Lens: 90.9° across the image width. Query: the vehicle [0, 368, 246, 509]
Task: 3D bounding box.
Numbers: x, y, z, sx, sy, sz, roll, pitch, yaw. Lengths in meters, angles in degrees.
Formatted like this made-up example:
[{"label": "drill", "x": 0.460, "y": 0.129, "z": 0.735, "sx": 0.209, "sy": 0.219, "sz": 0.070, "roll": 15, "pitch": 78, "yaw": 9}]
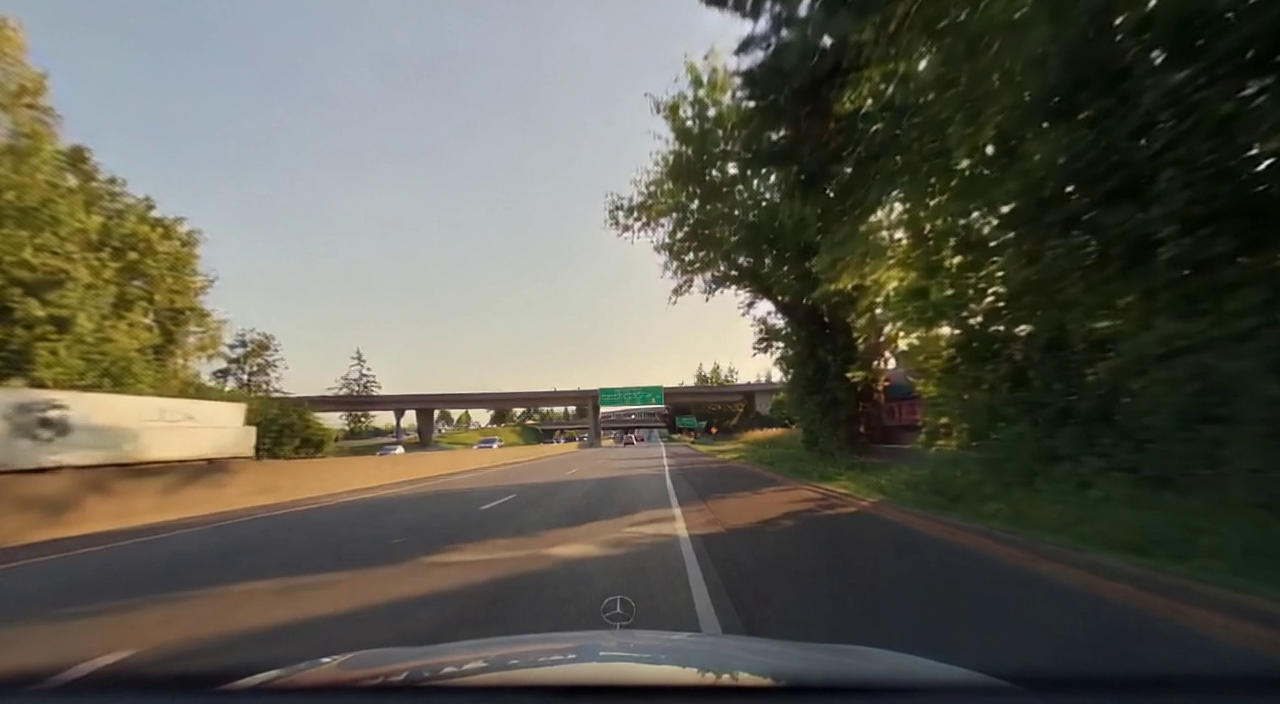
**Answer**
[{"label": "vehicle", "x": -16.757, "y": 2.543, "z": 18.416, "sx": 3.161, "sy": 3.320, "sz": 10.997, "roll": 0, "pitch": -8, "yaw": 1}]
